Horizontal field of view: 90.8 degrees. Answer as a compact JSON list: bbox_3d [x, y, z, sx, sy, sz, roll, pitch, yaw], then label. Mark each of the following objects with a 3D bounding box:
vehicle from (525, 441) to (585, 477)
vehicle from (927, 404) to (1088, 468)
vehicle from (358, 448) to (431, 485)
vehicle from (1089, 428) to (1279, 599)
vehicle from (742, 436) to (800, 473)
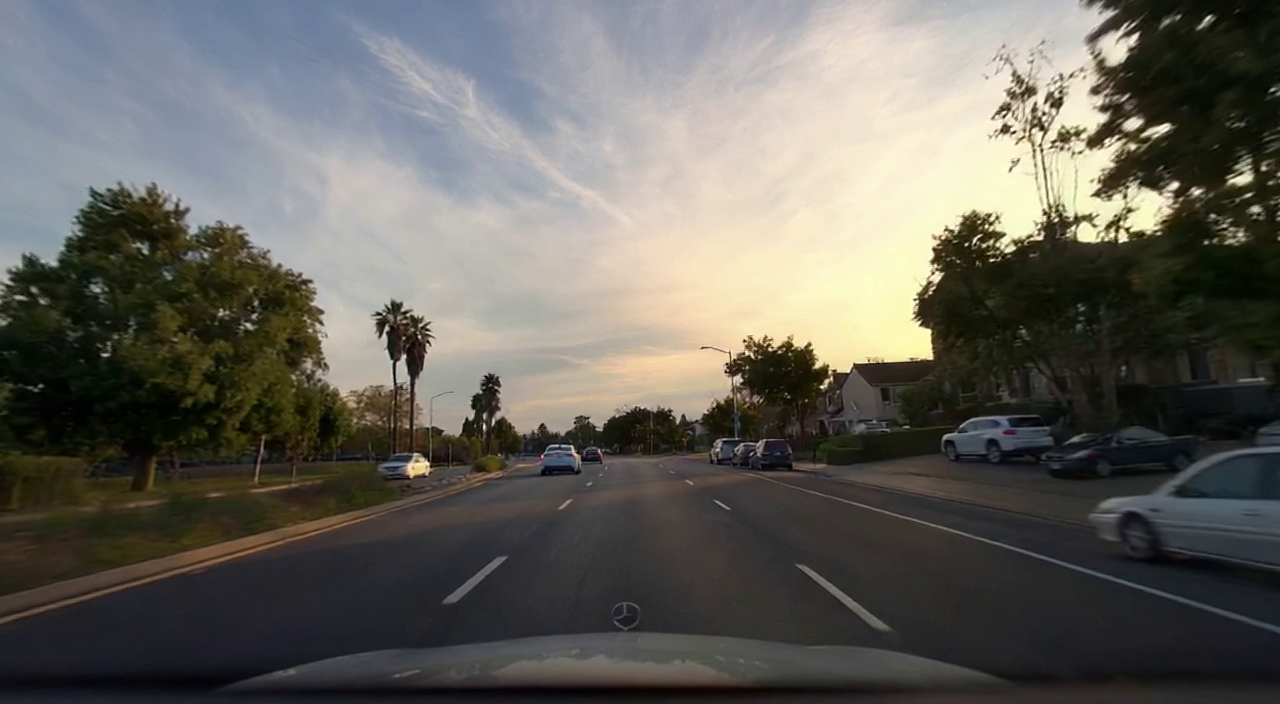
[{"bbox_3d":[-3.740,4.821,28.692,2.108,1.475,4.555,0,-8,0],"label":"vehicle"},{"bbox_3d":[13.132,3.110,23.188,2.370,1.936,5.507,-3,-8,-2],"label":"vehicle"},{"bbox_3d":[-12.066,5.622,31.355,2.152,1.509,3.954,-4,-8,-2],"label":"vehicle"},{"bbox_3d":[6.562,1.387,5.368,2.008,1.467,4.721,0,-8,0],"label":"vehicle"},{"bbox_3d":[6.492,5.116,31.817,1.962,1.725,4.257,0,-8,0],"label":"vehicle"}]
